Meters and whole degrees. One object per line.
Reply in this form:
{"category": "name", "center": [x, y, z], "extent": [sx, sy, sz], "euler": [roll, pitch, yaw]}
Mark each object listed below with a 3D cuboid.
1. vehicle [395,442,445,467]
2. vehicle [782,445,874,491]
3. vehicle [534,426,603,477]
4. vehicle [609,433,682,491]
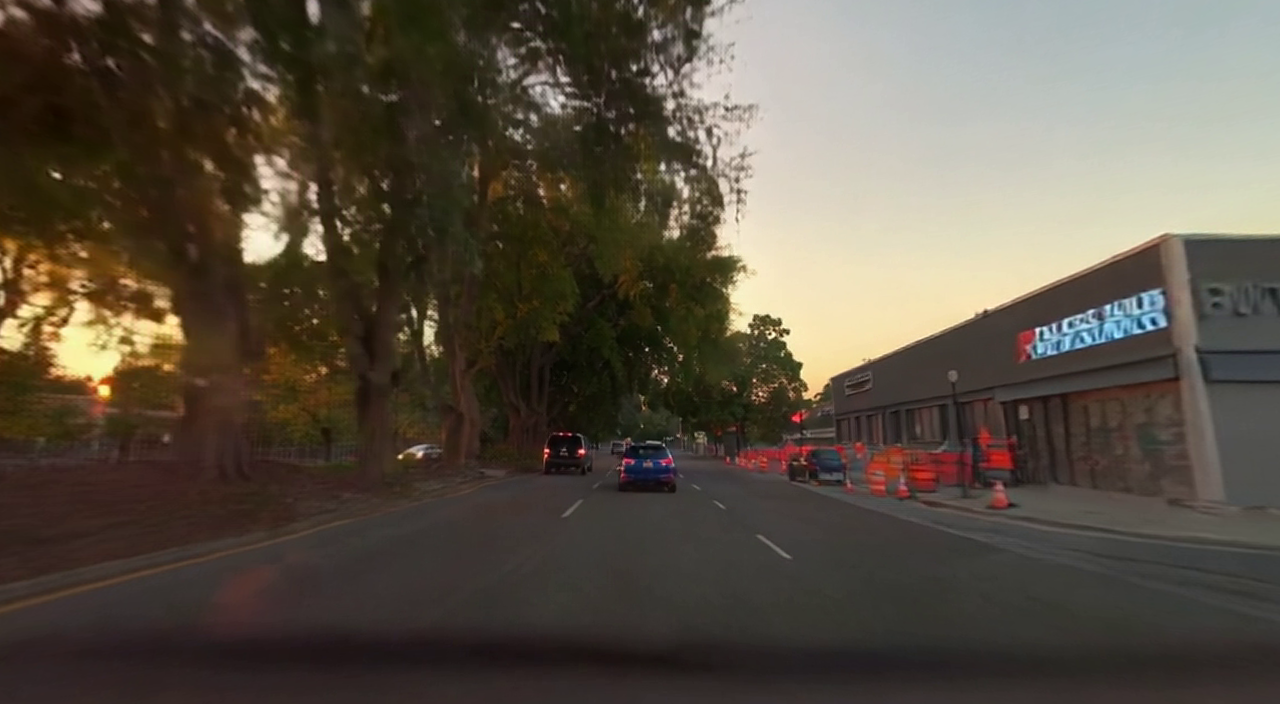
{"category": "vehicle", "center": [-15.502, 7.215, 44.695], "extent": [1.898, 1.702, 4.456], "euler": [0, -8, 1]}
{"category": "vehicle", "center": [6.964, 4.320, 23.961], "extent": [2.076, 1.535, 4.460], "euler": [1, -9, -1]}
{"category": "vehicle", "center": [-3.118, 4.509, 28.855], "extent": [2.357, 2.063, 5.488], "euler": [0, -8, 1]}
{"category": "vehicle", "center": [0.165, 3.581, 20.932], "extent": [2.168, 1.725, 4.192], "euler": [0, -8, 0]}
